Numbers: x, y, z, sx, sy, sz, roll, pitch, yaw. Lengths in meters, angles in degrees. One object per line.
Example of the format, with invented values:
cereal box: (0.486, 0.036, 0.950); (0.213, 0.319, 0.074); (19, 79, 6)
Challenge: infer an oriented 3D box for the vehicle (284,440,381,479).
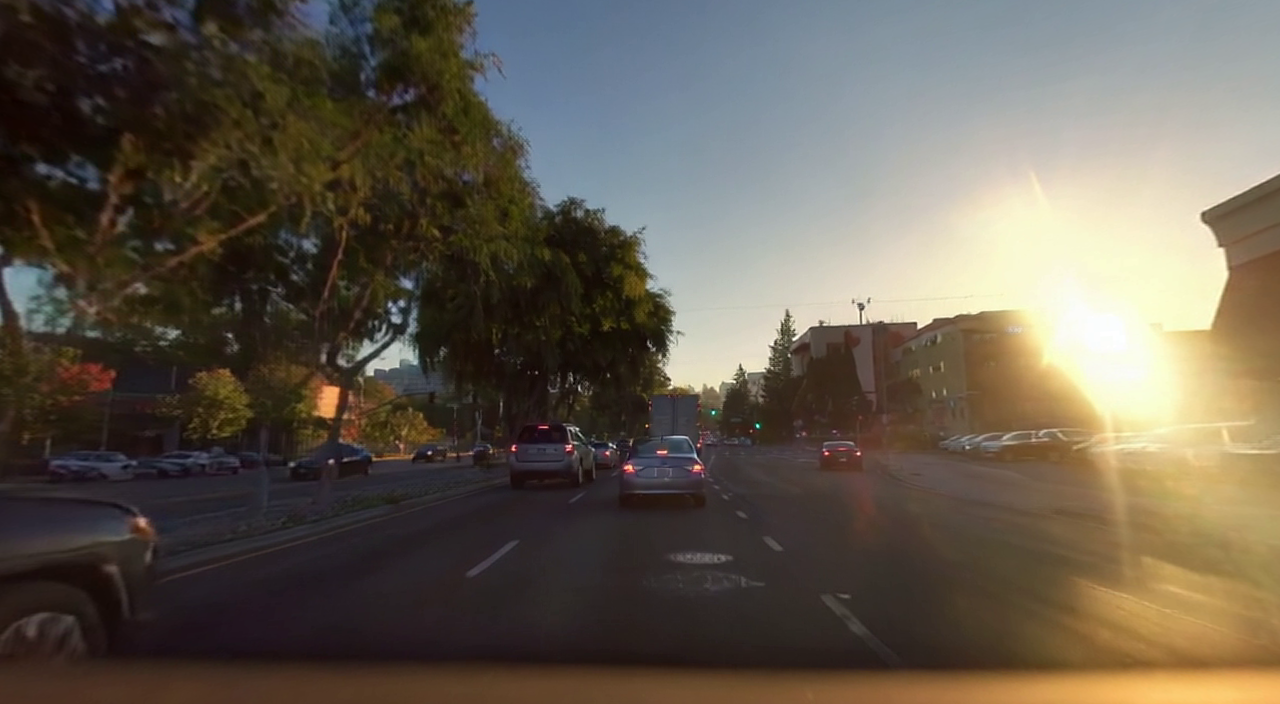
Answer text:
vehicle: (-12.501, 4.390, 25.957); (2.011, 1.456, 4.143); (0, -8, -2)

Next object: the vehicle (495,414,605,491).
vehicle: (-2.444, 2.953, 18.727); (2.289, 1.935, 5.227); (-1, -8, 2)

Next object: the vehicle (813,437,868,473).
vehicle: (9.042, 4.661, 28.703); (1.900, 1.507, 4.151); (-2, -8, 11)

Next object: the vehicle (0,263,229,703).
vehicle: (-3.074, 0.442, 0.556); (2.124, 1.829, 4.799); (0, -8, 1)

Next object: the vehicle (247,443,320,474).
vehicle: (-21.181, 6.326, 37.654); (1.923, 1.703, 4.520); (0, -8, -3)

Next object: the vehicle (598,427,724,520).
vehicle: (0.324, 2.295, 12.432); (2.061, 1.494, 4.079); (0, -8, 0)

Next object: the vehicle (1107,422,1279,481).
vehicle: (15.598, 2.667, 17.039); (4.436, 1.466, 1.875); (0, -8, -2)
